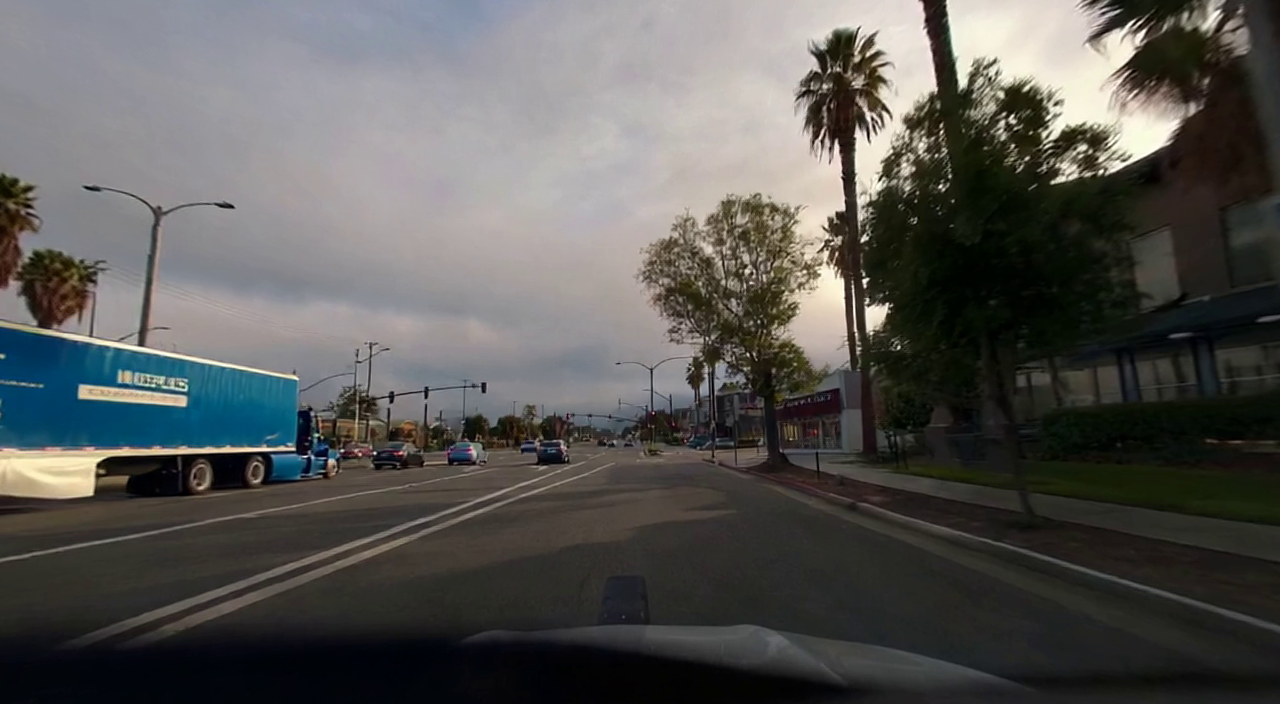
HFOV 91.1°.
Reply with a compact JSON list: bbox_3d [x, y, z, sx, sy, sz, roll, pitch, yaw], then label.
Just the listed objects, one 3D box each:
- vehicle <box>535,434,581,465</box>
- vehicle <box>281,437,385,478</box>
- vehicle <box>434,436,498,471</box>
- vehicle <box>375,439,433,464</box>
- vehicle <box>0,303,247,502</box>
[{"bbox_3d":[-4.947,5.962,38.541,2.114,1.784,4.450,0,-9,1],"label":"vehicle"},{"bbox_3d":[-11.896,4.125,24.702,1.900,1.462,4.225,0,-9,1],"label":"vehicle"},{"bbox_3d":[-8.525,5.009,31.169,1.977,1.584,3.983,0,-9,1],"label":"vehicle"},{"bbox_3d":[-14.959,6.339,40.014,1.916,1.481,4.430,0,-9,1],"label":"vehicle"},{"bbox_3d":[-15.066,1.063,13.253,2.961,4.167,16.429,0,-8,0],"label":"vehicle"}]
